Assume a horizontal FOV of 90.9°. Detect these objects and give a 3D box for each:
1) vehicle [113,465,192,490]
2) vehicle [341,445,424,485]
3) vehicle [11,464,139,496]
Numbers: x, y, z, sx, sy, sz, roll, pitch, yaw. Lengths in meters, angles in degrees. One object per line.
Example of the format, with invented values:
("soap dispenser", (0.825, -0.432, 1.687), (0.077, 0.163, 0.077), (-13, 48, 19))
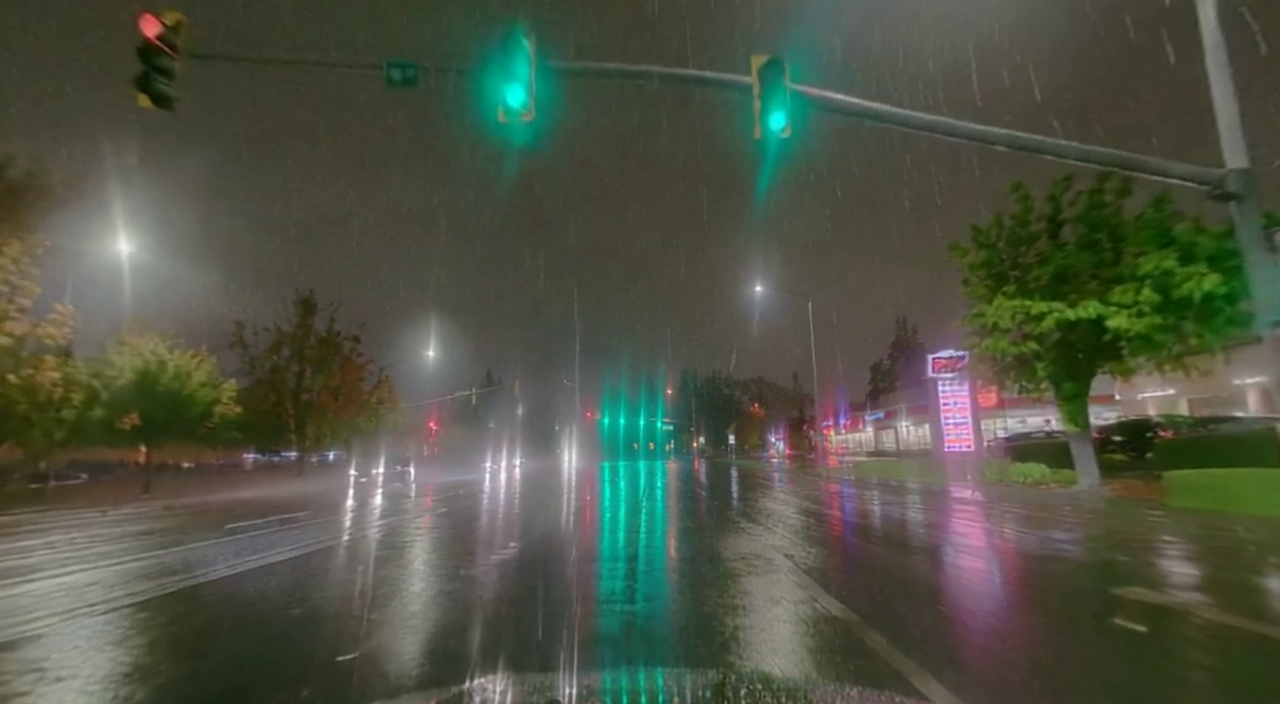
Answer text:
("vehicle", (-31.562, 8.143, 40.895), (3.590, 1.441, 1.605), (2, -9, -15))
("vehicle", (-14.627, 6.399, 36.244), (2.315, 1.998, 5.808), (-3, -8, 1))
("vehicle", (-30.928, 7.022, 34.725), (4.731, 1.486, 2.187), (4, -9, -27))
